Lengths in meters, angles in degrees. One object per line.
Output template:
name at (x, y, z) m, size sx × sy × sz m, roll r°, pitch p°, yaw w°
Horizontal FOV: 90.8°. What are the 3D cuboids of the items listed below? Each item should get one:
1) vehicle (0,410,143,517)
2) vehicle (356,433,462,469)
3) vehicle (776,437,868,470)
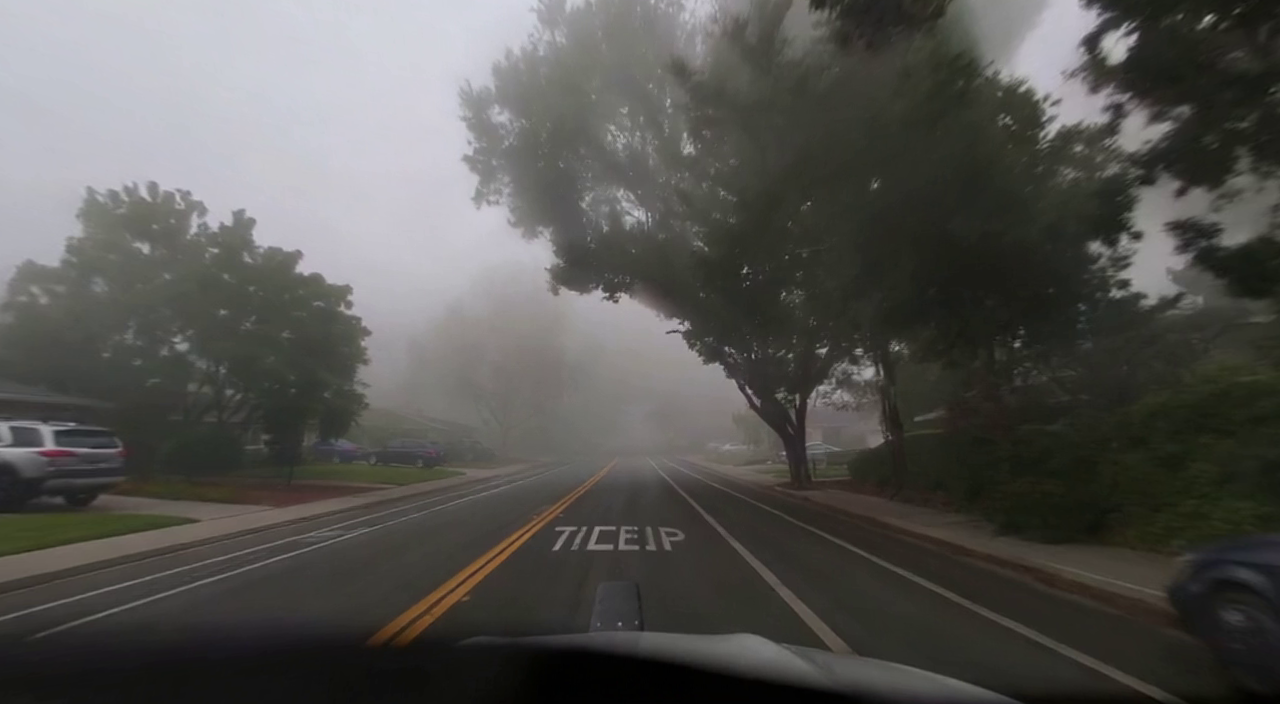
vehicle at (-12.497, 2.030, 11.702) m, size 4.722 × 1.805 × 2.043 m, roll 0°, pitch -9°, yaw -2°
vehicle at (-12.576, 5.401, 34.576) m, size 5.009 × 1.880 × 1.961 m, roll -1°, pitch -8°, yaw 1°
vehicle at (10.667, 5.952, 37.193) m, size 4.751 × 1.518 × 1.885 m, roll -4°, pitch -8°, yaw -1°
